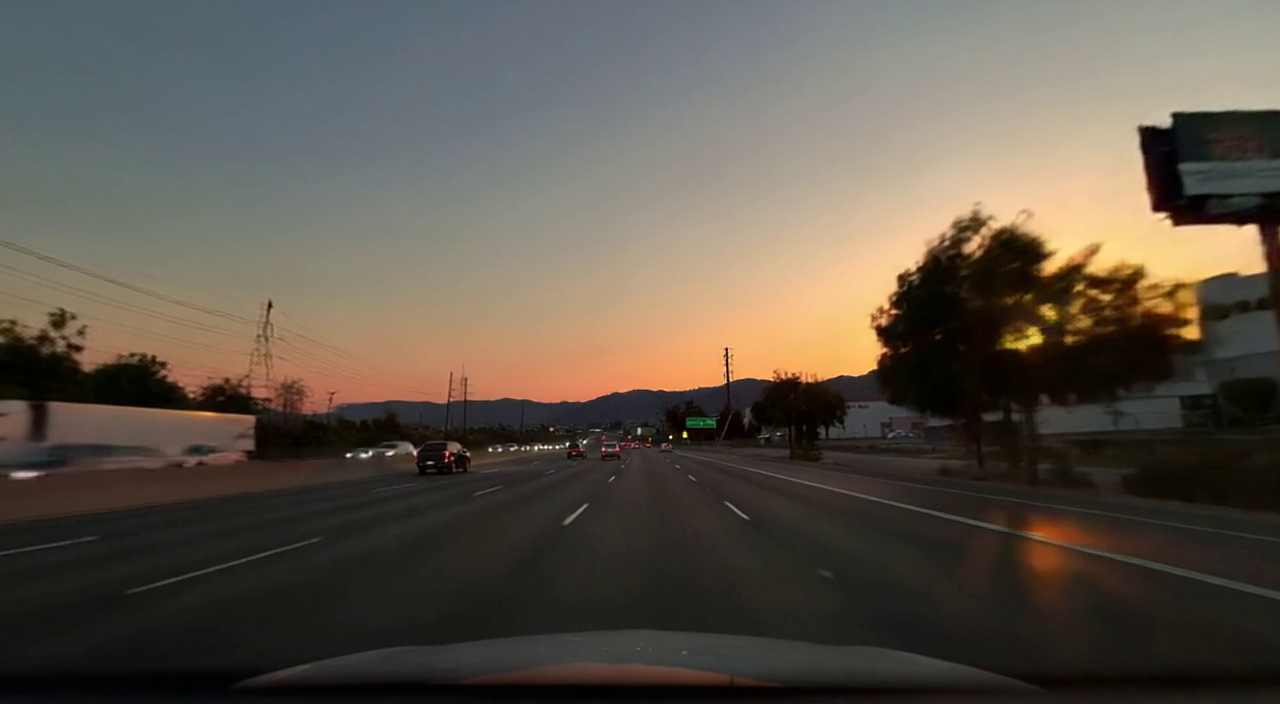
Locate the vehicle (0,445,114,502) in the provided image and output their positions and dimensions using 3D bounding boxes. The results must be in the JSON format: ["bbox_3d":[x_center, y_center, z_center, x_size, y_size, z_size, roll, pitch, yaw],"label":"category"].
[{"bbox_3d":[-18.551,3.560,18.656,1.893,1.558,4.498,0,-9,0],"label":"vehicle"}]

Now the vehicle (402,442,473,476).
[{"bbox_3d":[-9.879,5.253,31.044,1.974,1.513,4.584,0,-9,0],"label":"vehicle"}]

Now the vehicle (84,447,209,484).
[{"bbox_3d":[-22.203,5.084,28.515,1.933,1.523,4.565,0,-9,1],"label":"vehicle"}]
